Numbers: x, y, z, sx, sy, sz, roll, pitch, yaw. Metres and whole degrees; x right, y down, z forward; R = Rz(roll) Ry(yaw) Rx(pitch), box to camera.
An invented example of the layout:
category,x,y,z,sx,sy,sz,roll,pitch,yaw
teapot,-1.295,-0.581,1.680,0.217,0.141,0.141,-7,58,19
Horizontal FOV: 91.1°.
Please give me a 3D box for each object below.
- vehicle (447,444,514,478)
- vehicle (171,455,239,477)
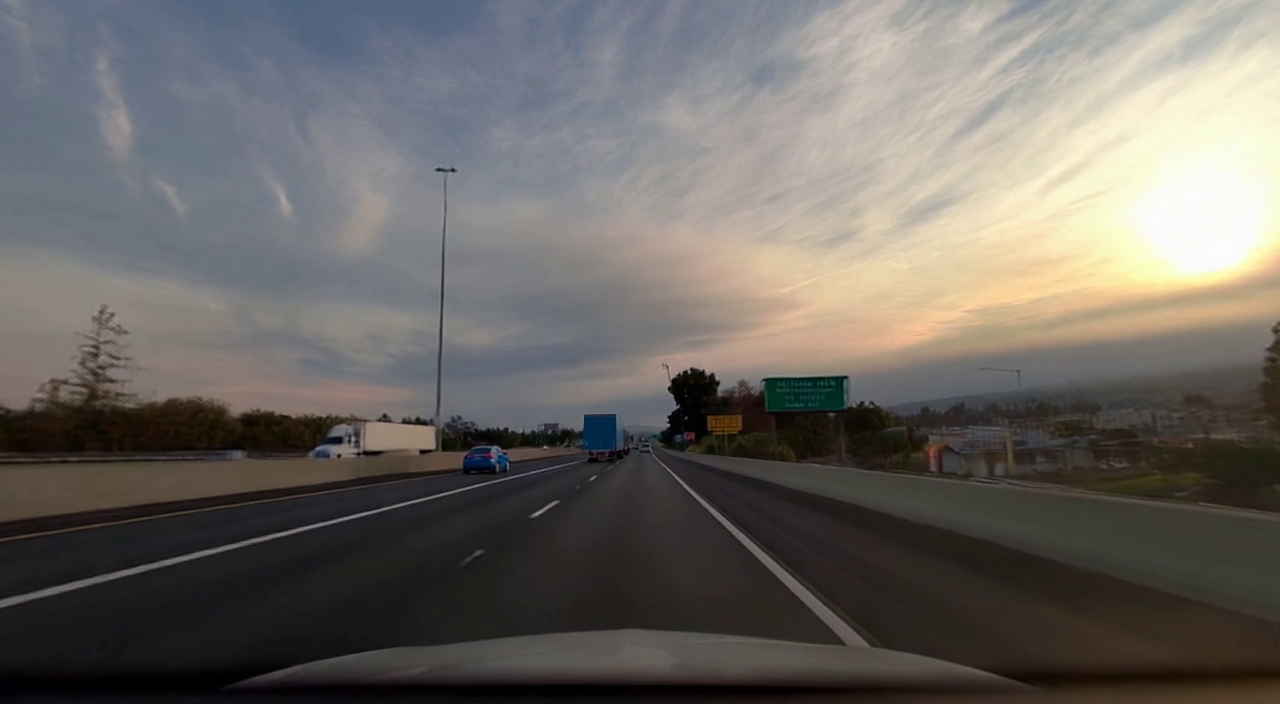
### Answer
category,x,y,z,sx,sy,sz,roll,pitch,yaw
vehicle,-7.550,5.188,30.157,1.901,1.467,4.629,-1,-8,1
vehicle,-31.123,8.138,45.036,1.814,1.421,4.156,-1,-8,2
